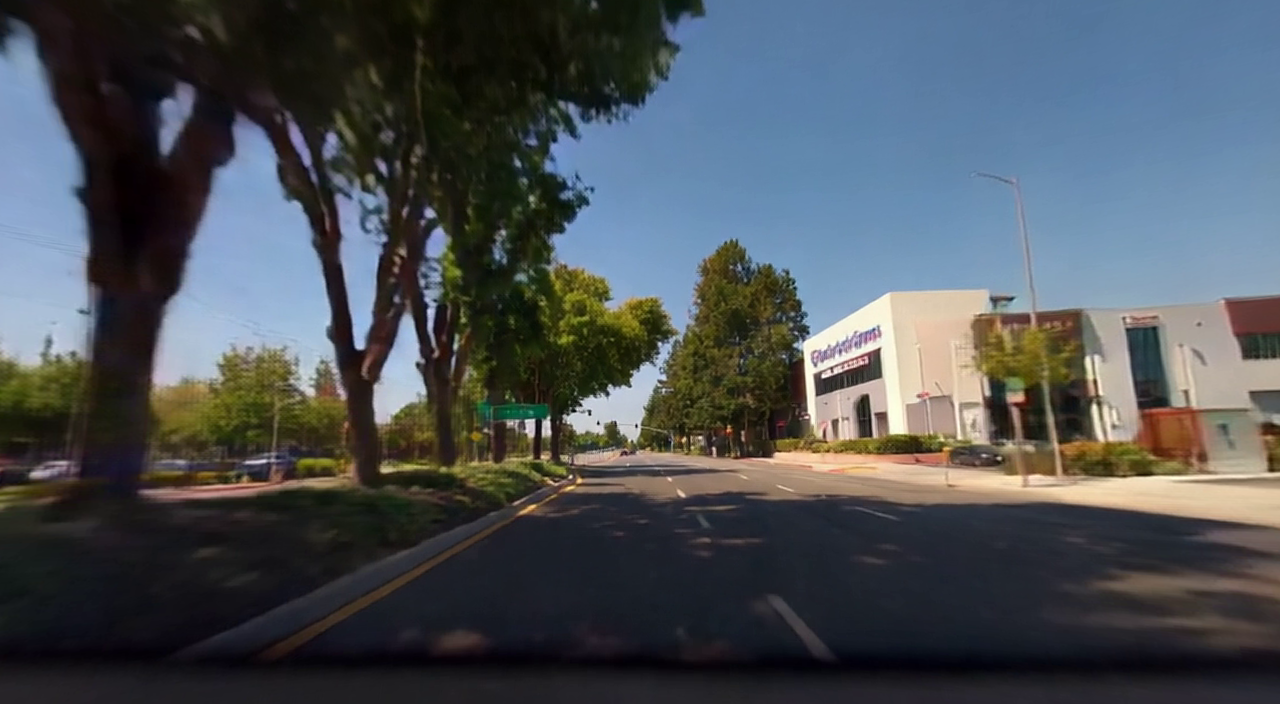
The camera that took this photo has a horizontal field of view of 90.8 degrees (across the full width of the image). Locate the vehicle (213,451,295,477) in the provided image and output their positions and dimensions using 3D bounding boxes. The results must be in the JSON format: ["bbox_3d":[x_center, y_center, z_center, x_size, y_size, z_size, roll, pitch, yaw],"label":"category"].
[{"bbox_3d":[-27.284,7.931,44.842,4.731,1.677,1.999,4,-10,-28],"label":"vehicle"}]

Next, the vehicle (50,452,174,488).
[{"bbox_3d":[-27.422,6.109,33.028,4.529,1.711,1.972,4,-10,-27],"label":"vehicle"}]

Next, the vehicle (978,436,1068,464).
[{"bbox_3d":[24.169,6.192,40.092,1.833,1.667,4.545,3,-9,-24],"label":"vehicle"}]

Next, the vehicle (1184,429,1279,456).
[{"bbox_3d":[46.442,7.069,49.343,2.131,1.923,5.397,3,-9,-23],"label":"vehicle"}]

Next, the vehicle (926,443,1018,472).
[{"bbox_3d":[19.442,6.192,37.214,1.869,1.481,4.459,1,-9,-25],"label":"vehicle"}]
